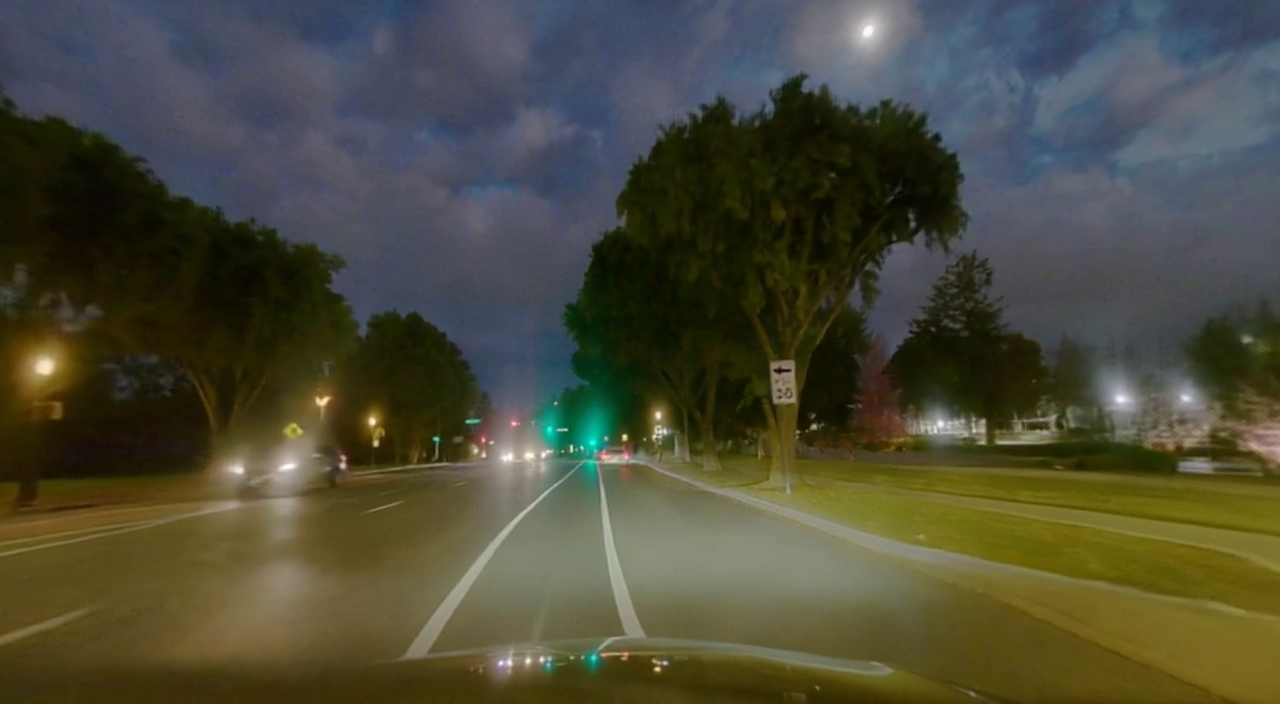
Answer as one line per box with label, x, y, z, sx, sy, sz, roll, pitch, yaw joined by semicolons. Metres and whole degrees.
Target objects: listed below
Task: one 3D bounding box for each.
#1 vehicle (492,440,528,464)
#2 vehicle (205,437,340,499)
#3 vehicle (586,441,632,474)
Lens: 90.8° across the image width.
vehicle;-9.980;7.715;48.917;2.049;1.723;4.310;0;-8;-3
vehicle;-11.810;3.706;20.721;1.969;1.751;4.432;0;-8;-4
vehicle;-1.500;5.083;30.673;2.111;1.466;4.223;0;-8;-3
